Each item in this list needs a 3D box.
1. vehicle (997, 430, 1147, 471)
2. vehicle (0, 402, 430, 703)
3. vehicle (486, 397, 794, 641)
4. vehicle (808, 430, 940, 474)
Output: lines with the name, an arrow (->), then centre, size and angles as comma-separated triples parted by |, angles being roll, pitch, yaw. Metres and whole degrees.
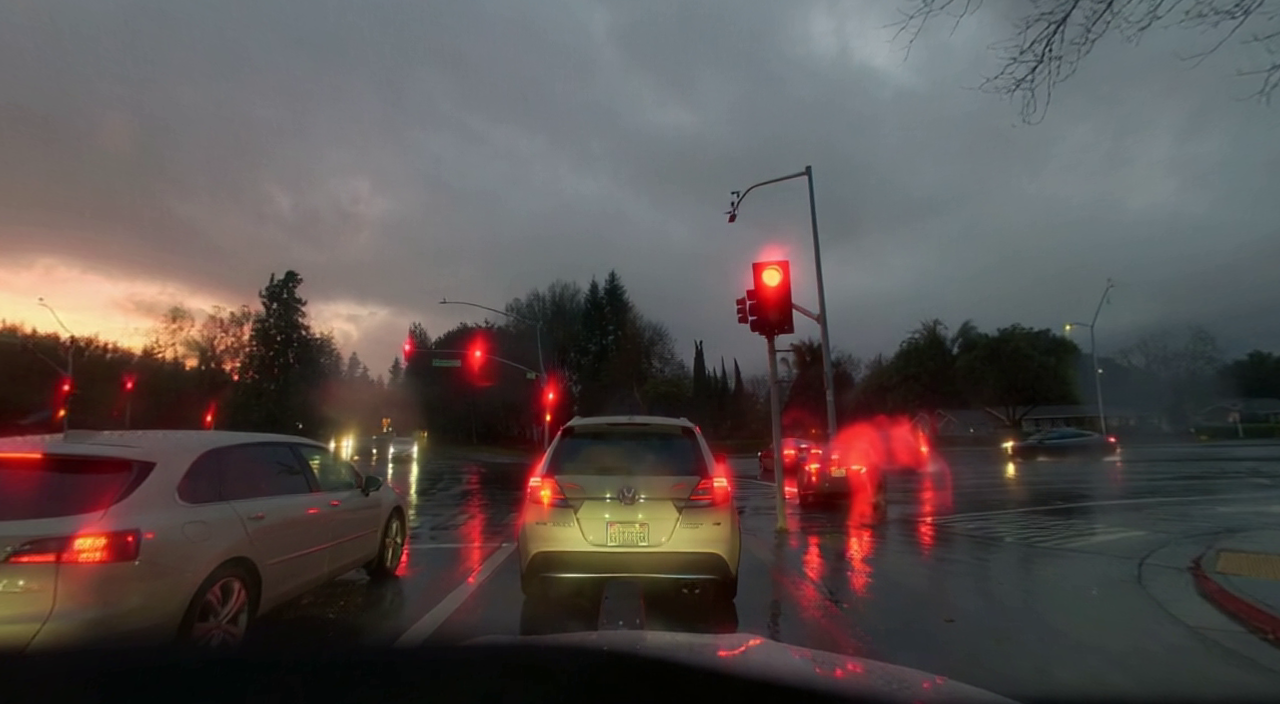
vehicle -> 17.811, 4.087, 26.242 | 4.670, 1.616, 1.926 | -1, -9, 6
vehicle -> -3.297, 1.272, 4.703 | 2.035, 1.492, 4.415 | 0, -9, -2
vehicle -> -0.142, 1.471, 6.563 | 2.154, 1.670, 4.140 | 1, -9, -5
vehicle -> 9.908, 4.280, 27.104 | 4.887, 1.769, 2.035 | -1, -9, 6
